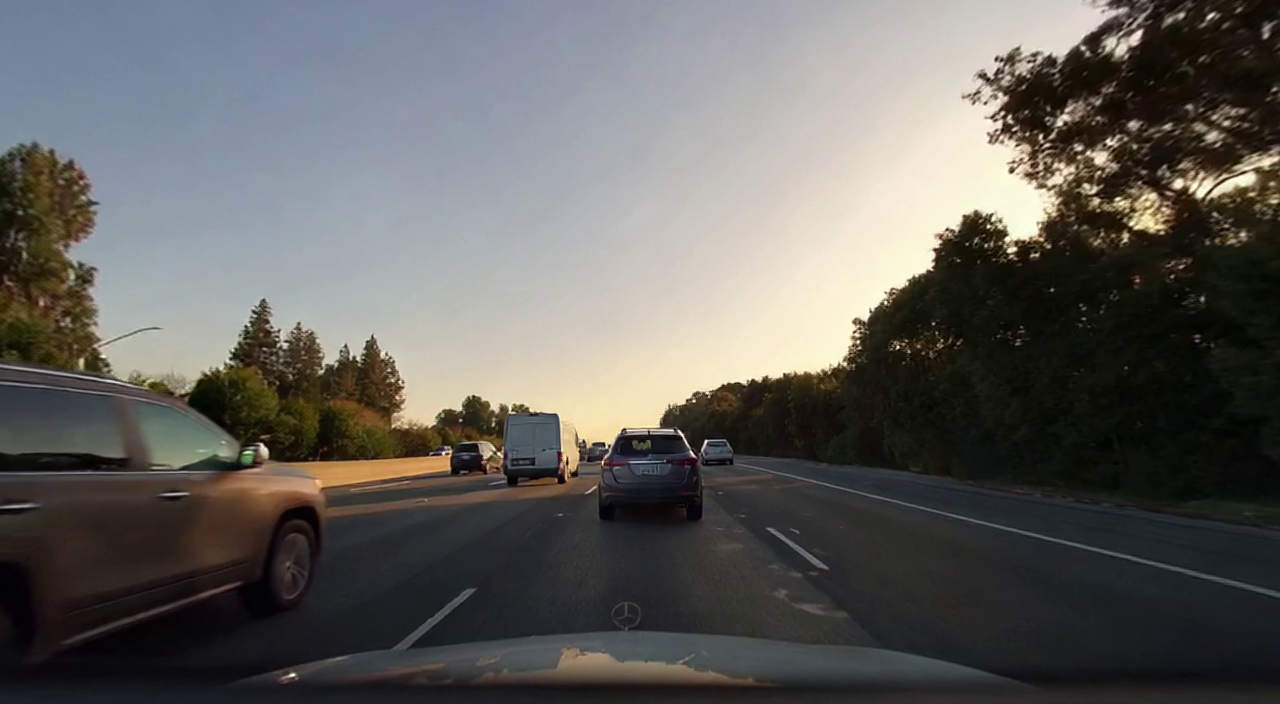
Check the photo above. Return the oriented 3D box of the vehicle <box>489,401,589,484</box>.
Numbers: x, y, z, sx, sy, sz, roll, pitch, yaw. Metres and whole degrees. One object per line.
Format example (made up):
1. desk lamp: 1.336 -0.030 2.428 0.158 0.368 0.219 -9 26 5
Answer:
1. vehicle: -3.161 3.043 21.181 2.359 2.399 5.500 0 -9 1

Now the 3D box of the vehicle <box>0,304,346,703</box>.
1. vehicle: -3.490 0.813 2.906 2.142 1.808 4.266 0 -9 0

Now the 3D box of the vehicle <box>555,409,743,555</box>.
1. vehicle: 0.068 1.856 9.651 2.223 1.722 4.177 0 -9 -1

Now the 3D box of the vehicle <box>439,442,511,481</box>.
1. vehicle: -6.918 4.625 26.860 1.877 1.490 4.141 0 -9 1
